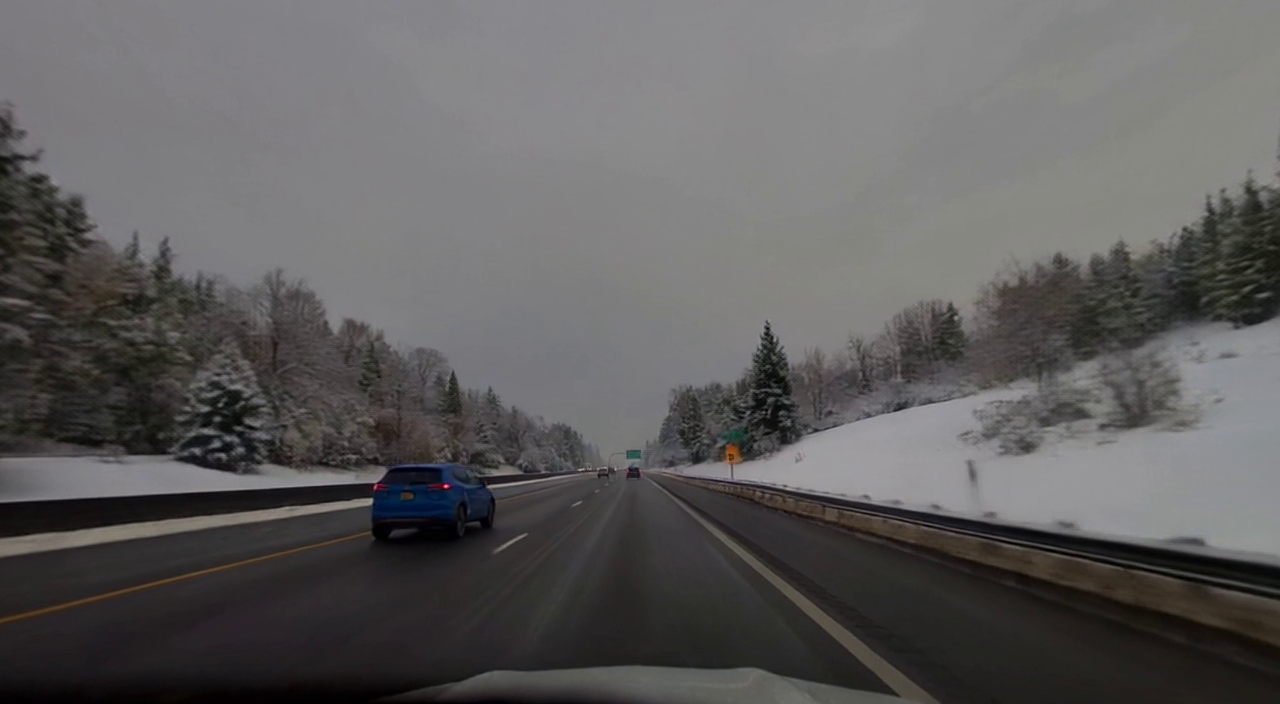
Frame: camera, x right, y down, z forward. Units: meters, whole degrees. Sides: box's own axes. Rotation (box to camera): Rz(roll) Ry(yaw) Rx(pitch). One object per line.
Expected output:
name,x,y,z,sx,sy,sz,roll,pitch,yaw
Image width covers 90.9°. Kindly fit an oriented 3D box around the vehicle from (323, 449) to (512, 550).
vehicle,-3.900,2.687,11.921,2.017,1.516,4.041,1,-11,1
